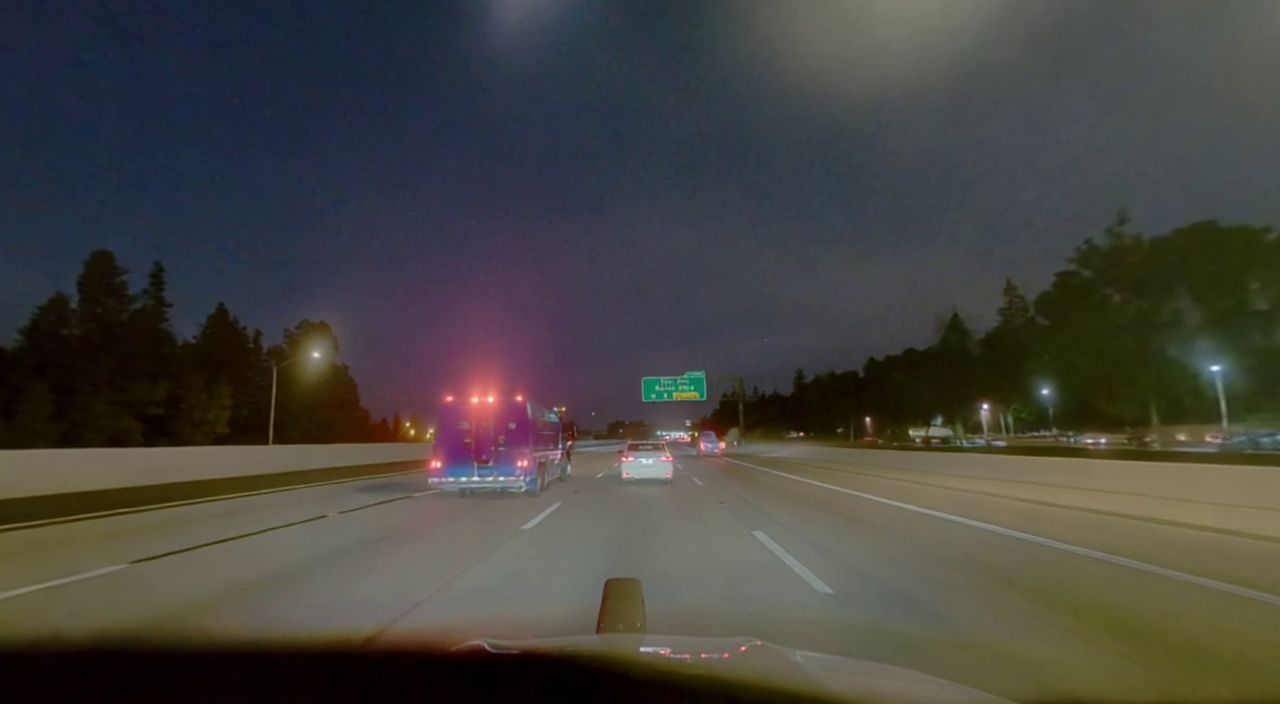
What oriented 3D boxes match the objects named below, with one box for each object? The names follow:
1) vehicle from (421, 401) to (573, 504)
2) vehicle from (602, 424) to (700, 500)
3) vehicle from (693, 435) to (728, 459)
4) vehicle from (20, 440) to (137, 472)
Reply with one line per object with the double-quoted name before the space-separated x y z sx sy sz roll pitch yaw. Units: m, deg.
"vehicle" -3.305 2.516 16.024 2.526 2.146 5.594 0 -8 0
"vehicle" 0.256 2.768 16.177 2.165 1.653 4.456 0 -8 0
"vehicle" 5.175 7.054 46.750 2.079 1.656 4.506 0 -8 0
"vehicle" -28.100 5.193 31.637 1.868 1.492 4.301 0 -8 1
